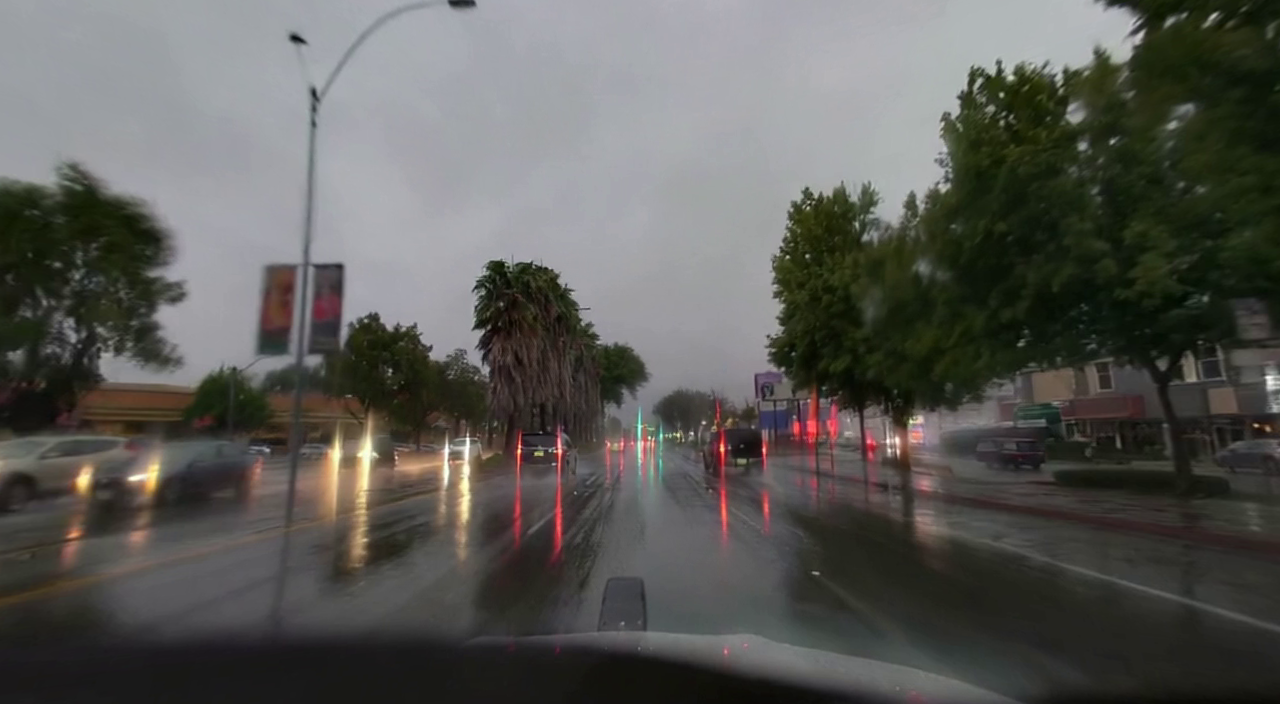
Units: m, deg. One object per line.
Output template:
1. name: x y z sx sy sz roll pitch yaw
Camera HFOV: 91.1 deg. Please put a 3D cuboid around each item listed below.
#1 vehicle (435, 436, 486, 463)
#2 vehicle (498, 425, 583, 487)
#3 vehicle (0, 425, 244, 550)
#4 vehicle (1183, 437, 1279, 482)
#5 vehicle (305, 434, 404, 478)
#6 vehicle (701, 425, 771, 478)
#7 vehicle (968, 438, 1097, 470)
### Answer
1. vehicle: -11.978 6.539 42.212 2.023 1.729 4.478 0 -8 1
2. vehicle: -3.119 3.374 20.645 2.014 1.775 4.404 0 -8 1
3. vehicle: -8.690 1.965 9.657 2.022 1.483 4.909 -2 -8 0
4. vehicle: 23.103 3.906 23.057 4.497 1.452 1.944 -1 -8 -1
5. vehicle: -12.006 4.392 26.750 1.998 1.705 4.465 0 -8 2
6. vehicle: 3.753 3.977 25.273 2.024 1.921 4.431 0 -8 -1
7. vehicle: 18.475 4.812 29.744 4.642 1.450 2.087 0 -8 2
